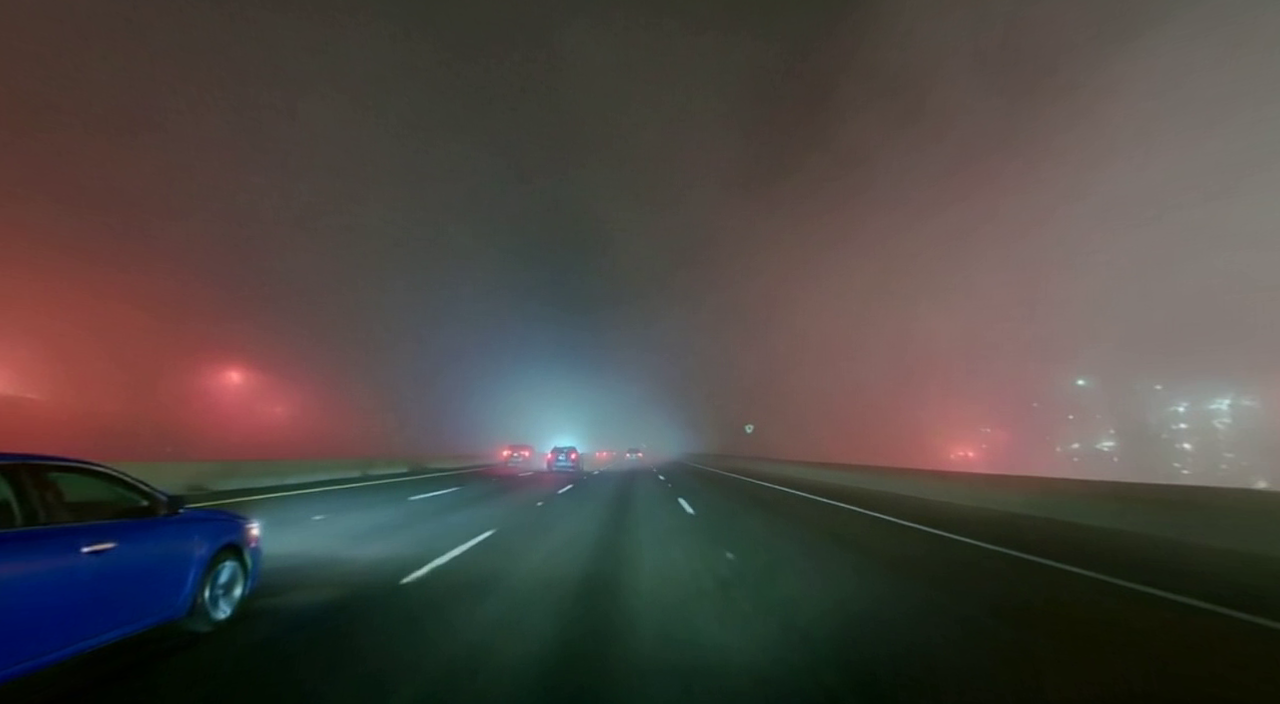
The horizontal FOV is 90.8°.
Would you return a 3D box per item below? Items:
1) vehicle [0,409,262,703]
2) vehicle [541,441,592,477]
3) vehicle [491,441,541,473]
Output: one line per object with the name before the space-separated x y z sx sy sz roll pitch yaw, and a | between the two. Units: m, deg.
vehicle | -3.966 0.959 2.527 2.114 1.480 4.473 0 -9 0
vehicle | -3.657 5.393 32.159 2.075 1.702 4.257 0 -9 0
vehicle | -7.589 6.458 39.098 2.040 1.824 4.917 0 -9 0
